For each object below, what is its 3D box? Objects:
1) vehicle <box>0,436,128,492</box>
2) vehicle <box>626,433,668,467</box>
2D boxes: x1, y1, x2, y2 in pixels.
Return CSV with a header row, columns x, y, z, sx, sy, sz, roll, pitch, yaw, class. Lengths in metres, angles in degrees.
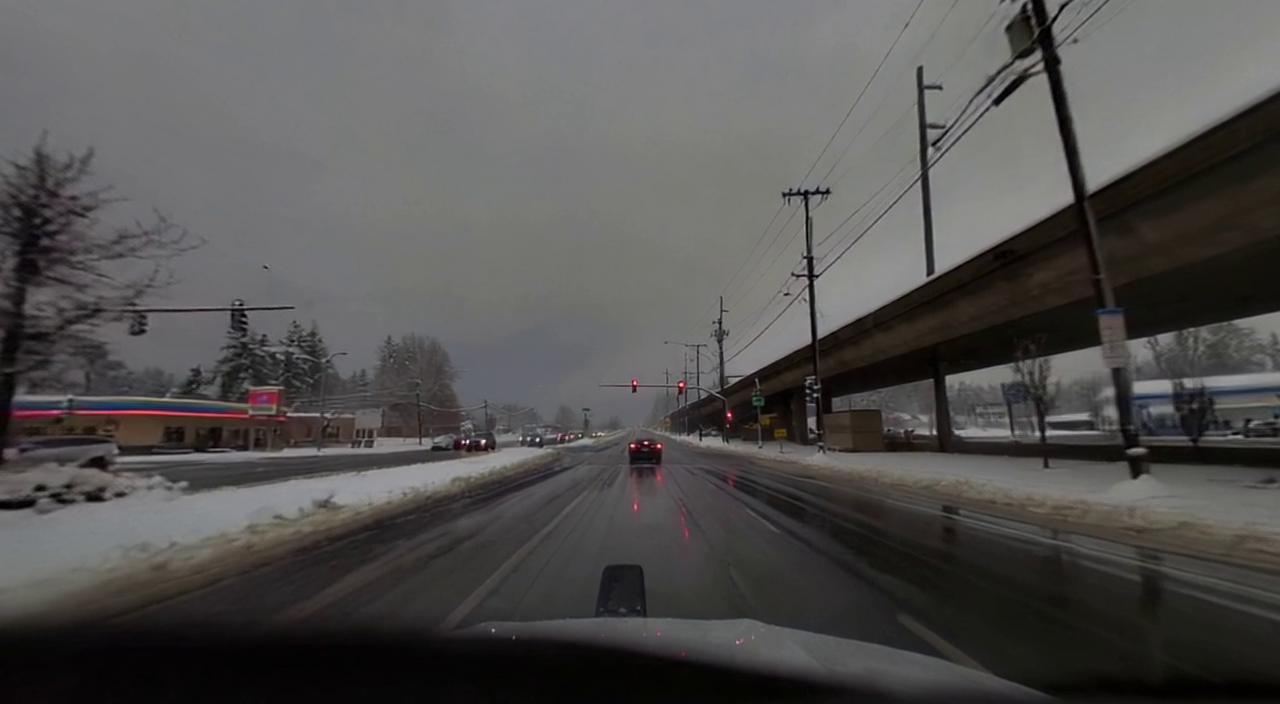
x,y,z,sx,sy,sz,roll,pitch,yaw,class
-23.137,4.354,24.727,2.026,1.965,4.674,0,-9,-1,vehicle
0.306,5.040,32.320,2.074,1.631,3.793,0,-9,-1,vehicle
